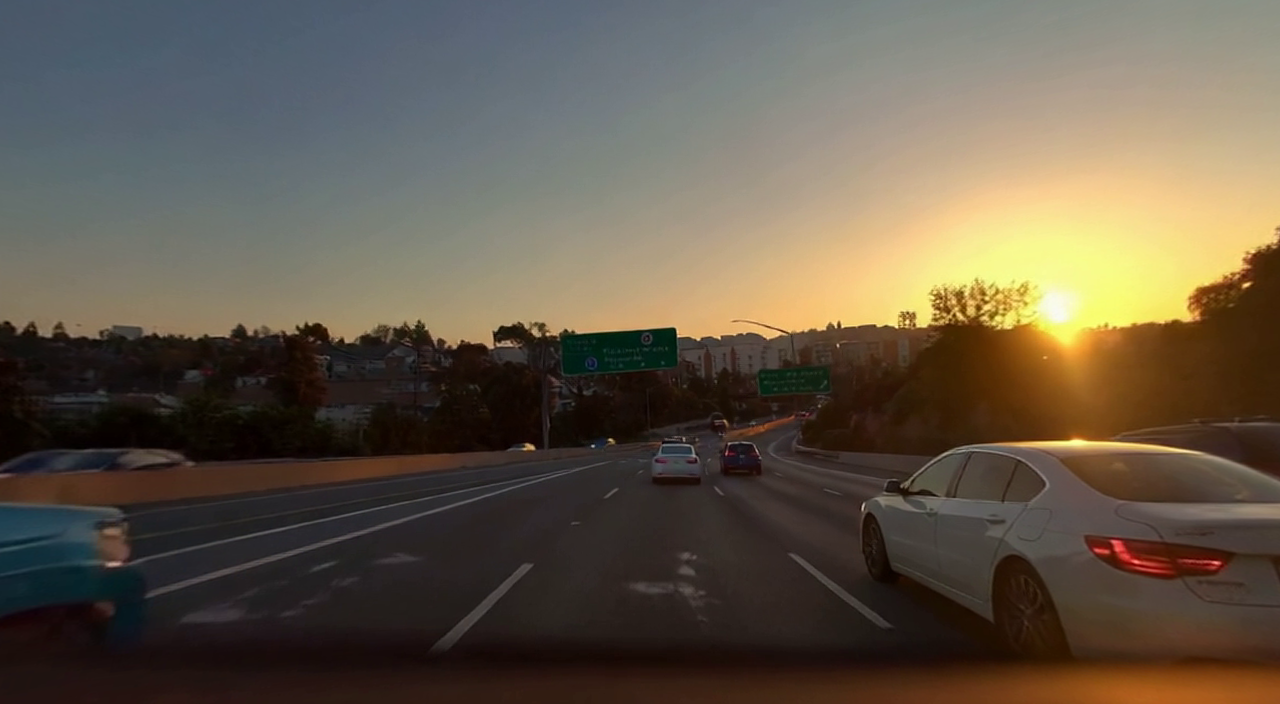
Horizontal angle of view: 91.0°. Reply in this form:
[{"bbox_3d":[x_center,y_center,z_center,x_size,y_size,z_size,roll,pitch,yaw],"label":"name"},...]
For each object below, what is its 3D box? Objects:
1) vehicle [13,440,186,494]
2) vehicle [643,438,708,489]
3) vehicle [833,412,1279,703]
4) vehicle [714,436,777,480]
[{"bbox_3d":[-18.861,4.008,22.328,1.956,1.688,4.466,0,-9,3],"label":"vehicle"},{"bbox_3d":[1.232,3.874,22.196,2.074,1.614,3.803,0,-9,3],"label":"vehicle"},{"bbox_3d":[3.181,1.347,4.867,2.009,1.489,4.559,0,-9,1],"label":"vehicle"},{"bbox_3d":[4.365,4.489,26.777,2.076,1.684,4.241,0,-9,2],"label":"vehicle"}]
